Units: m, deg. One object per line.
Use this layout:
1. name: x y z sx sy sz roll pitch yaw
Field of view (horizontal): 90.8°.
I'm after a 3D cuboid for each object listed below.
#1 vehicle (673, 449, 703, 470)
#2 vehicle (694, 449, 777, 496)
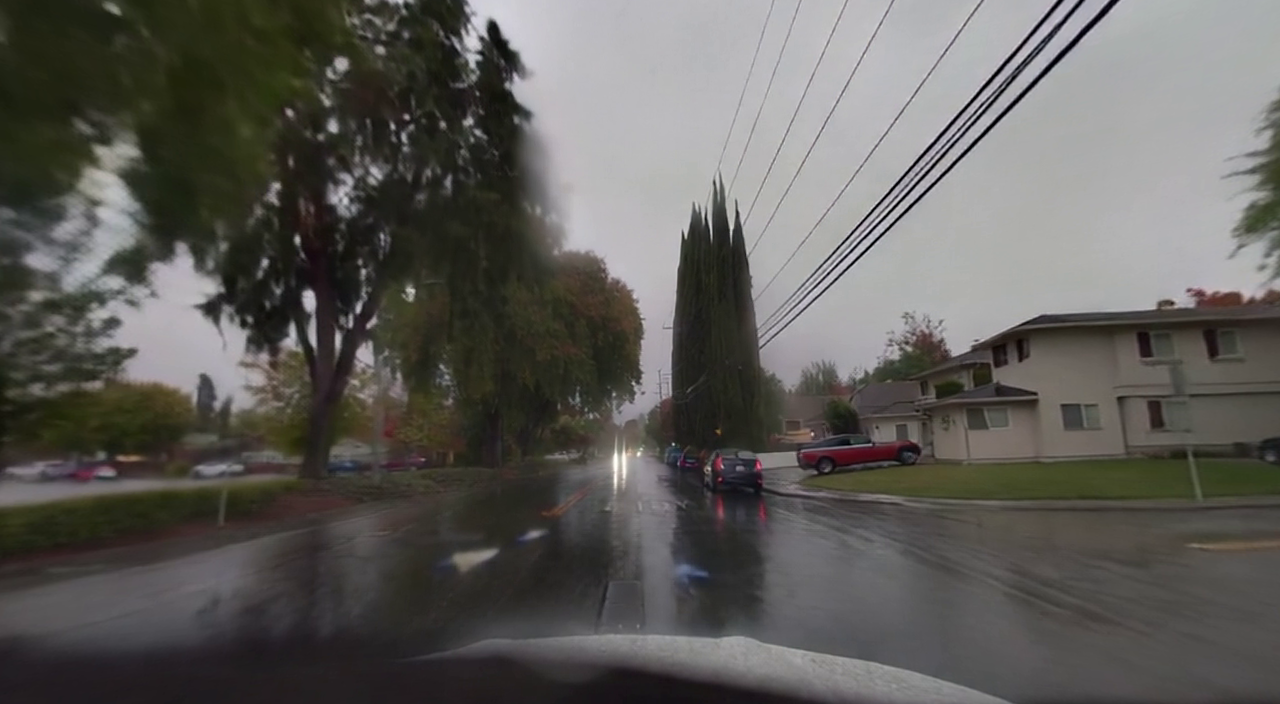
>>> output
1. vehicle: 3.656 8.274 48.667 1.915 1.491 4.642 0 -9 0
2. vehicle: 3.122 4.039 21.632 1.990 1.435 4.526 0 -9 -2
